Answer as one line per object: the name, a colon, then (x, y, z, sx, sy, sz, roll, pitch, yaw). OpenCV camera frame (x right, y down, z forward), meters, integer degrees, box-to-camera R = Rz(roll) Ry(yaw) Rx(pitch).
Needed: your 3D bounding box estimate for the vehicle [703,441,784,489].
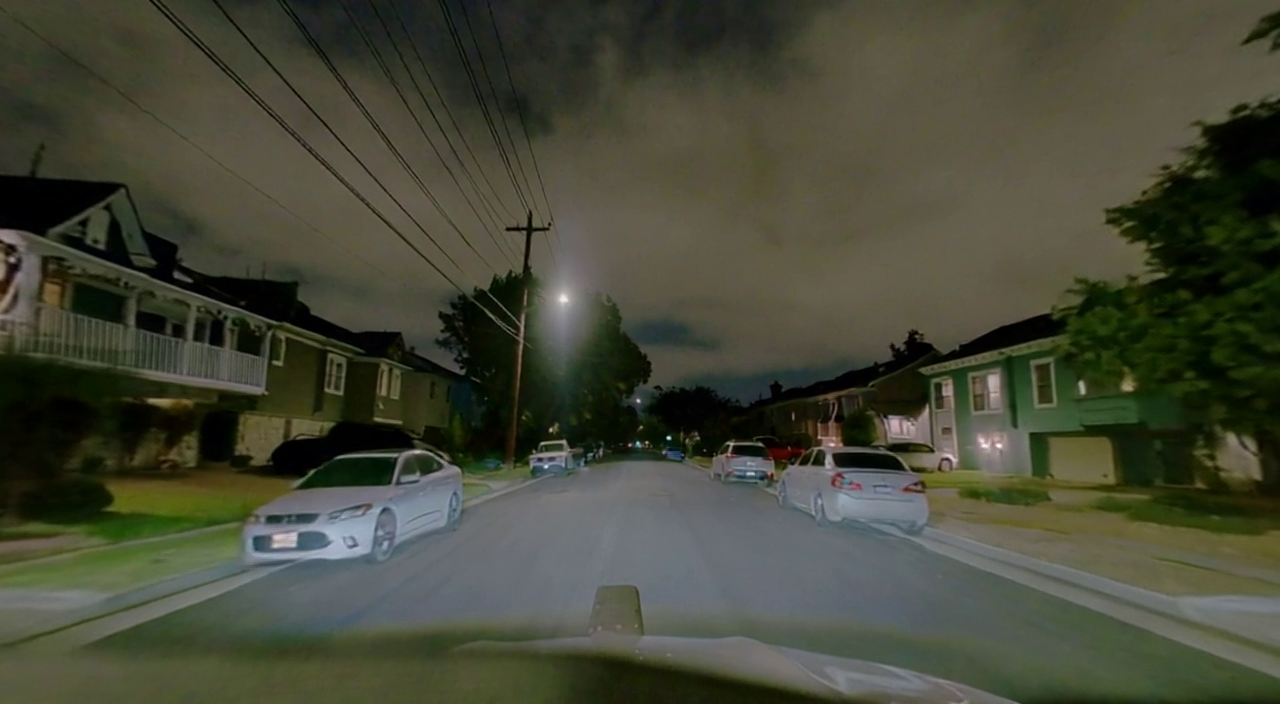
vehicle: (3.532, 3.957, 22.486, 2.019, 1.536, 4.405, 0, -9, -2)

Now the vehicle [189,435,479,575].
vehicle: (-3.825, 1.961, 9.009, 1.971, 1.460, 4.523, 0, -8, -2)

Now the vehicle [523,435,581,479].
vehicle: (-4.023, 4.899, 29.798, 2.057, 1.887, 5.053, 0, -8, 0)

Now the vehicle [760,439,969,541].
vehicle: (3.704, 2.344, 11.521, 1.862, 1.452, 4.737, 0, -9, -3)
